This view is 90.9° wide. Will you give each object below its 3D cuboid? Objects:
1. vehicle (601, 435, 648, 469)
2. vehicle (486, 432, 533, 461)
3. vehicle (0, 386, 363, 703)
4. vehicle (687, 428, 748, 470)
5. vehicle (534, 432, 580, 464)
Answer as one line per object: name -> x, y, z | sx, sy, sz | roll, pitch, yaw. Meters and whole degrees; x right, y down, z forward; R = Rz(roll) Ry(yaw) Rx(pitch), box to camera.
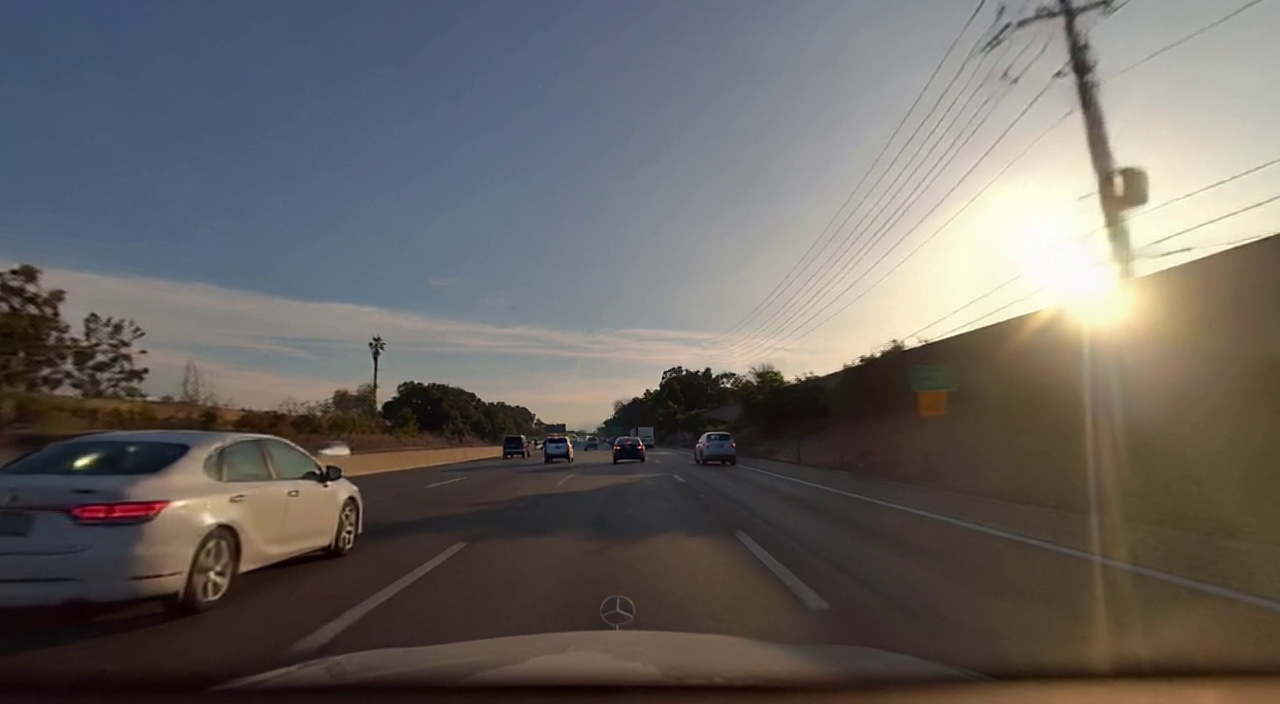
vehicle -> -0.728, 4.636, 29.585 | 2.086, 1.488, 3.440 | 0, -8, -2
vehicle -> -7.934, 5.781, 38.713 | 1.980, 1.678, 4.255 | 0, -8, 0
vehicle -> -4.217, 1.241, 5.201 | 2.004, 1.607, 4.161 | 0, -8, -1
vehicle -> 3.353, 4.276, 28.015 | 1.950, 1.695, 4.446 | 1, -8, -3
vehicle -> -4.452, 5.208, 34.417 | 1.901, 1.601, 4.610 | 0, -8, 0
